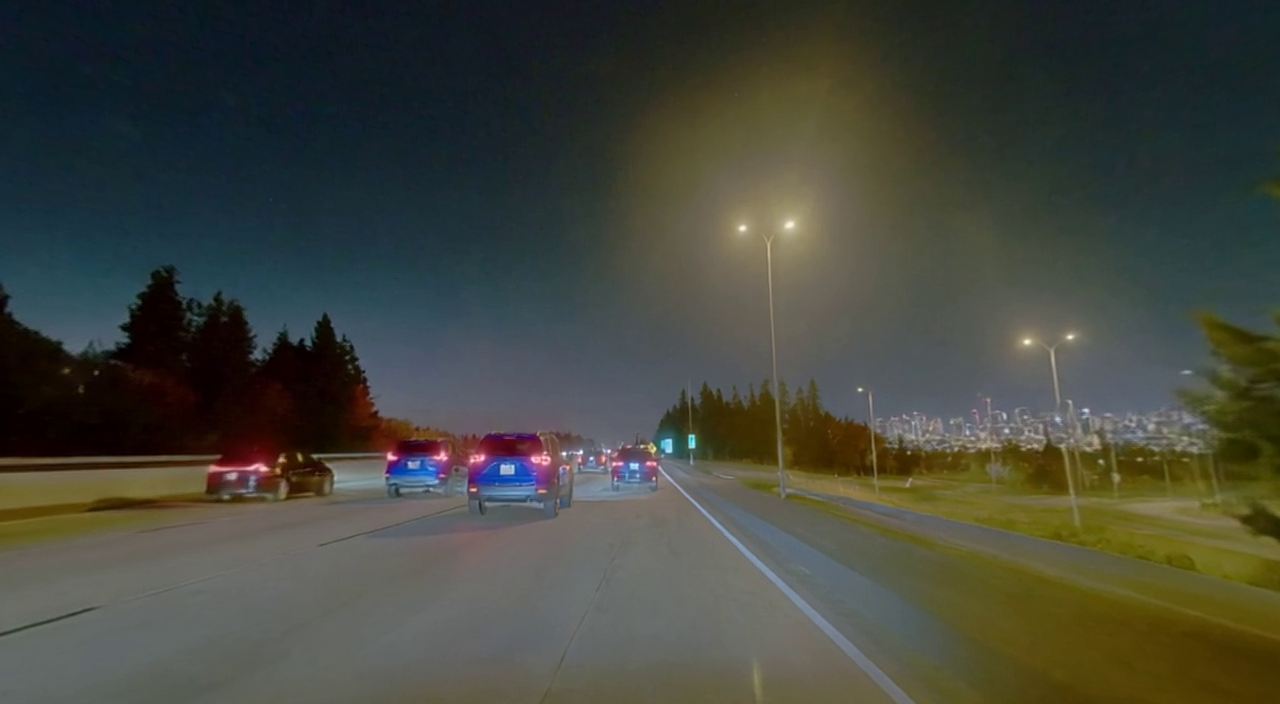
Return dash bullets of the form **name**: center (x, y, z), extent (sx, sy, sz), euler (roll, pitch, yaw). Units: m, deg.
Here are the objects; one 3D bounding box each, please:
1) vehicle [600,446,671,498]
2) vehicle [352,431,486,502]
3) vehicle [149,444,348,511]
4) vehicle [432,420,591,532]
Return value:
- **vehicle**: center (-0.112, 3.797, 20.370), extent (2.068, 1.488, 4.045), euler (0, -9, 1)
- **vehicle**: center (-6.350, 3.352, 18.813), extent (2.162, 1.823, 4.566), euler (0, -9, 2)
- **vehicle**: center (-9.872, 3.172, 16.457), extent (2.126, 1.480, 4.589), euler (0, -9, 2)
- **vehicle**: center (-2.264, 2.347, 12.413), extent (2.123, 1.798, 4.108), euler (0, -9, 2)
